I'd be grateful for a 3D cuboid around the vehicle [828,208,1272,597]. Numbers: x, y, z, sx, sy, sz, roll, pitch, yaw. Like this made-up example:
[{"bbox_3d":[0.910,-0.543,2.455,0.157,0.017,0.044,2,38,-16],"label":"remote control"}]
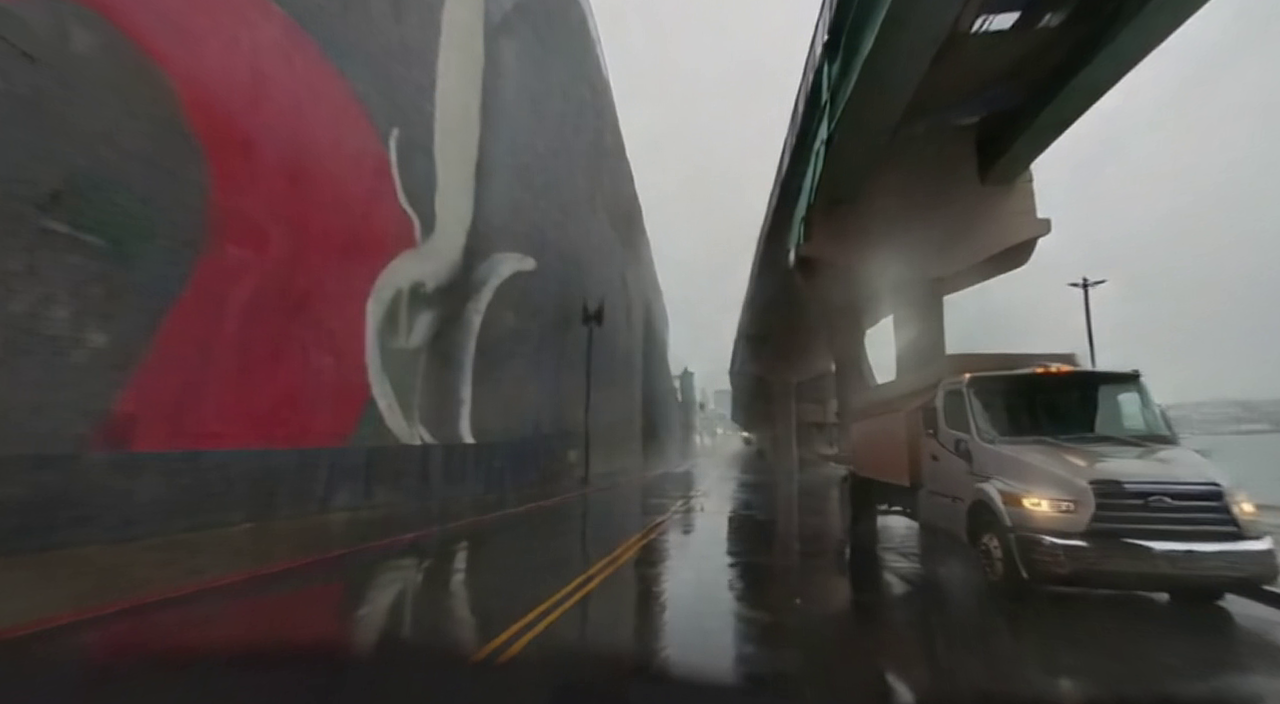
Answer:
[{"bbox_3d":[5.447,1.097,11.082,2.849,3.893,9.347,-2,-8,10],"label":"vehicle"}]
